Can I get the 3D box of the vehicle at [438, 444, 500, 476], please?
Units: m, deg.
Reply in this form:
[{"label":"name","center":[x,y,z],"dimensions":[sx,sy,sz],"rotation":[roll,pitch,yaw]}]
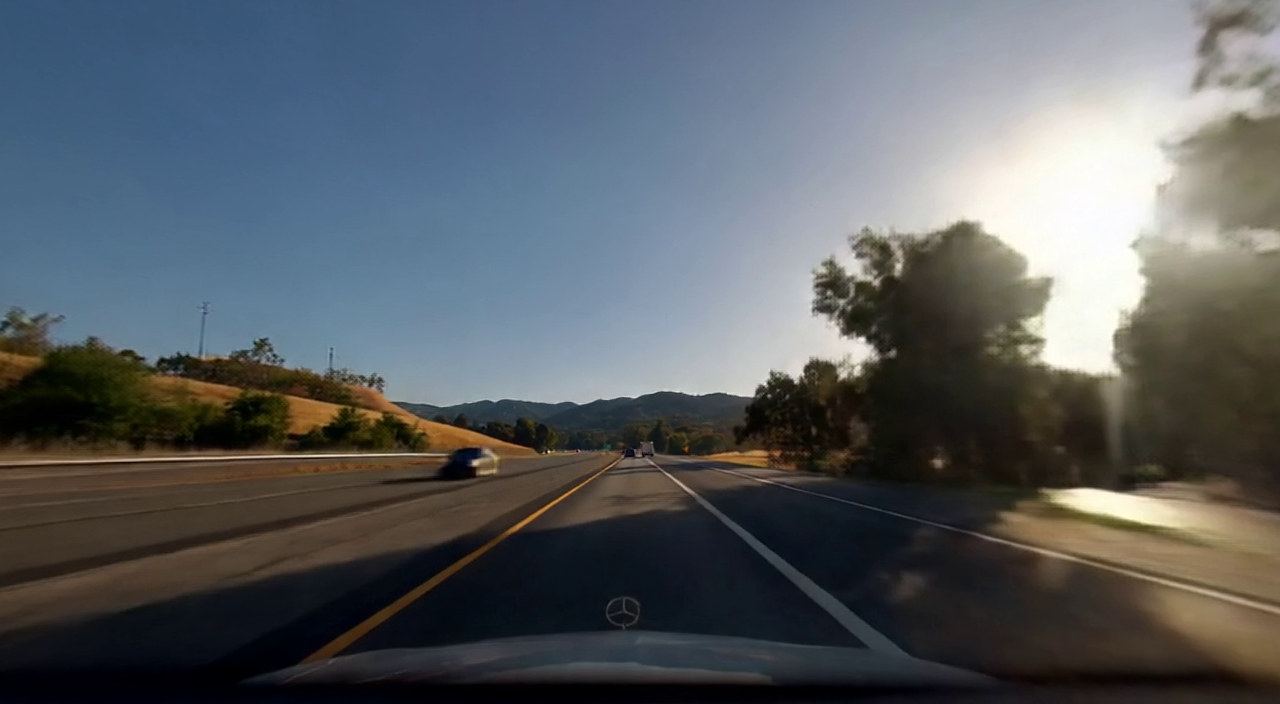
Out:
[{"label":"vehicle","center":[-8.667,5.503,32.366],"dimensions":[2.003,1.535,4.230],"rotation":[0,-9,0]}]
